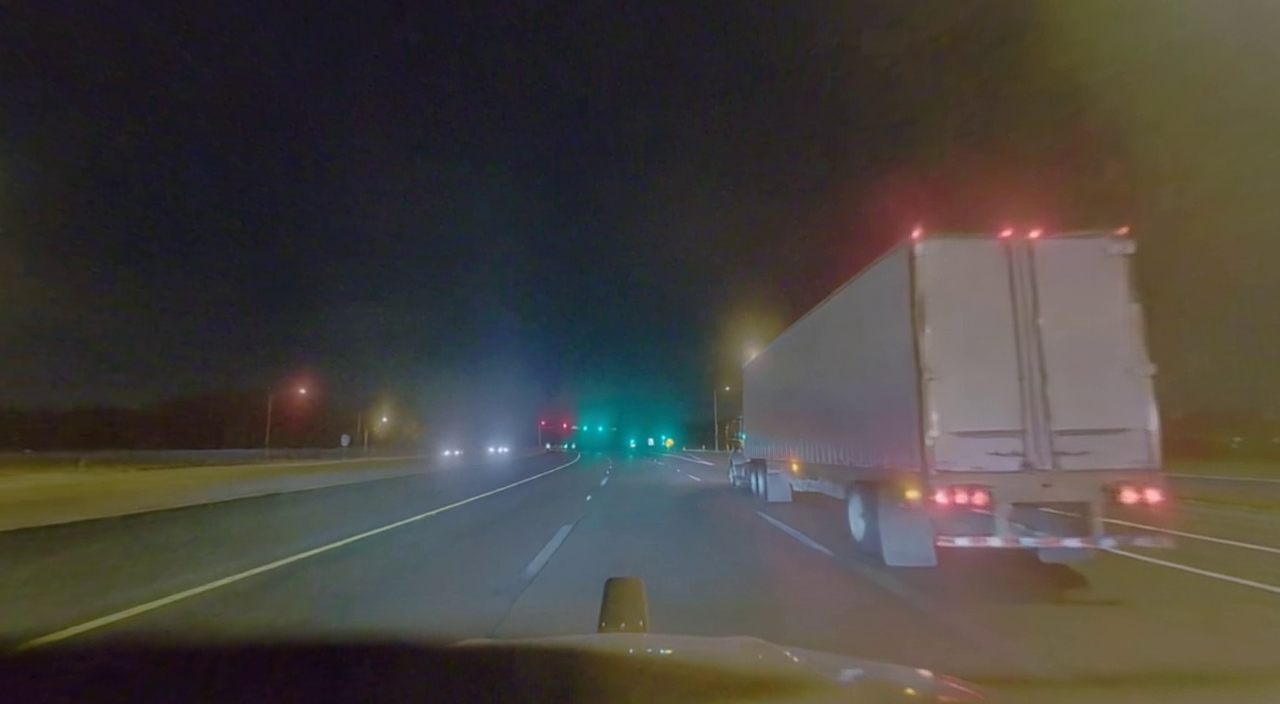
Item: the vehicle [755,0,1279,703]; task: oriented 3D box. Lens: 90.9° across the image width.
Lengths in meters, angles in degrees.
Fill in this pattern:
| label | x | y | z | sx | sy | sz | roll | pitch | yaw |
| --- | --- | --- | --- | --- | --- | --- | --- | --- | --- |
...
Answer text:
| label | x | y | z | sx | sy | sz | roll | pitch | yaw |
| --- | --- | --- | --- | --- | --- | --- | --- | --- | --- |
| vehicle | 4.899 | 0.814 | 11.273 | 2.932 | 4.205 | 18.253 | 0 | -8 | 2 |
